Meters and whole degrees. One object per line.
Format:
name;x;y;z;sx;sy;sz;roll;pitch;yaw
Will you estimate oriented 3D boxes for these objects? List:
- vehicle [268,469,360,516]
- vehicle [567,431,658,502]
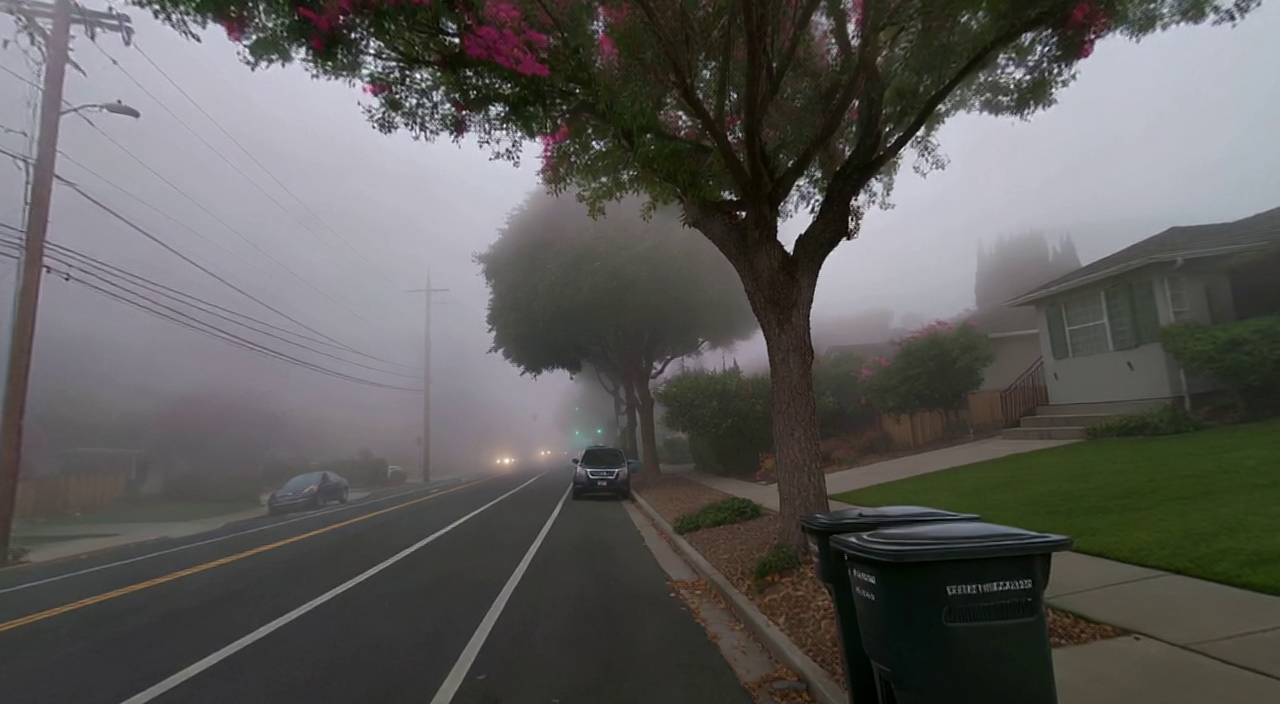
vehicle;-13.767;5.917;26.975;1.982;1.660;4.142;1;-8;-5
vehicle;-0.826;3.074;17.384;2.190;1.708;4.115;0;-8;-4
